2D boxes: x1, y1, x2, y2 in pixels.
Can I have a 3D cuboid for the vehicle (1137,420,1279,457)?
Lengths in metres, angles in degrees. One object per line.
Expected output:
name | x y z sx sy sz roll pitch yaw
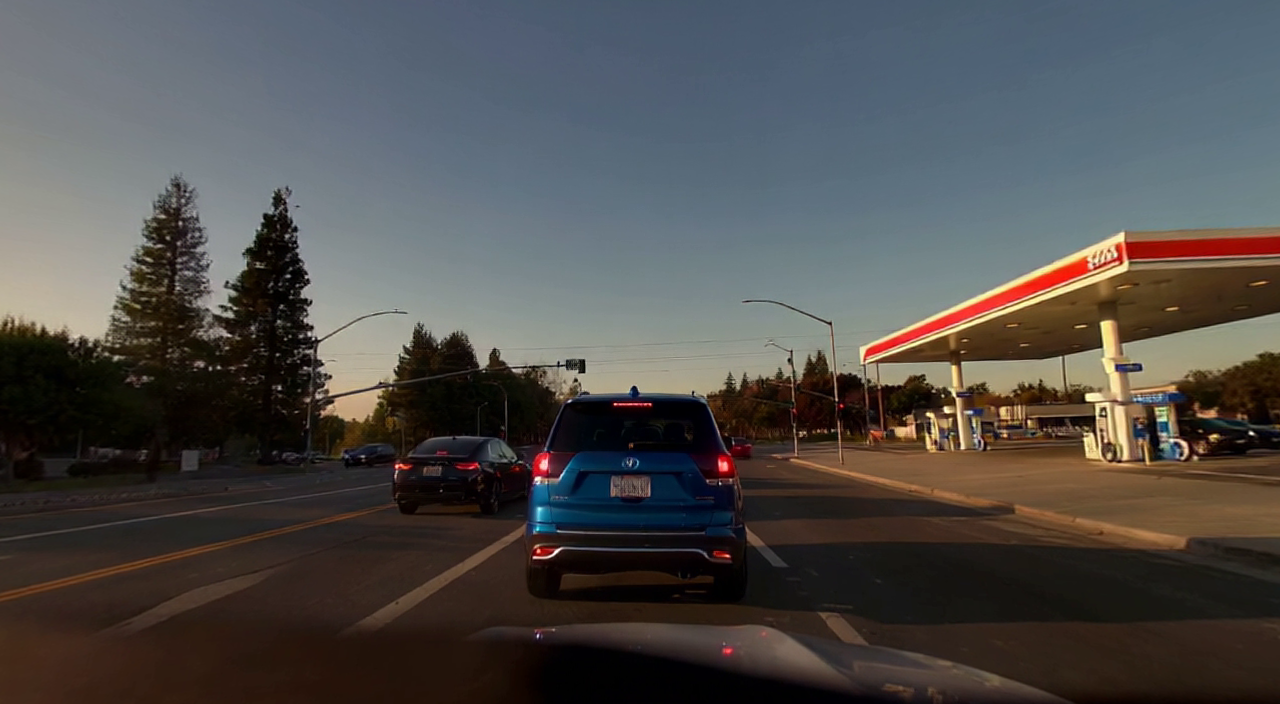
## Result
vehicle | 25.940 3.968 28.786 4.551 1.616 1.973 -2 -9 11

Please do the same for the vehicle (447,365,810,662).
vehicle | 0.011 1.318 6.135 2.236 1.819 4.291 -1 -9 3

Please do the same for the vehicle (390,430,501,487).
vehicle | -6.650 3.706 22.182 2.065 1.753 4.525 -1 -9 6
